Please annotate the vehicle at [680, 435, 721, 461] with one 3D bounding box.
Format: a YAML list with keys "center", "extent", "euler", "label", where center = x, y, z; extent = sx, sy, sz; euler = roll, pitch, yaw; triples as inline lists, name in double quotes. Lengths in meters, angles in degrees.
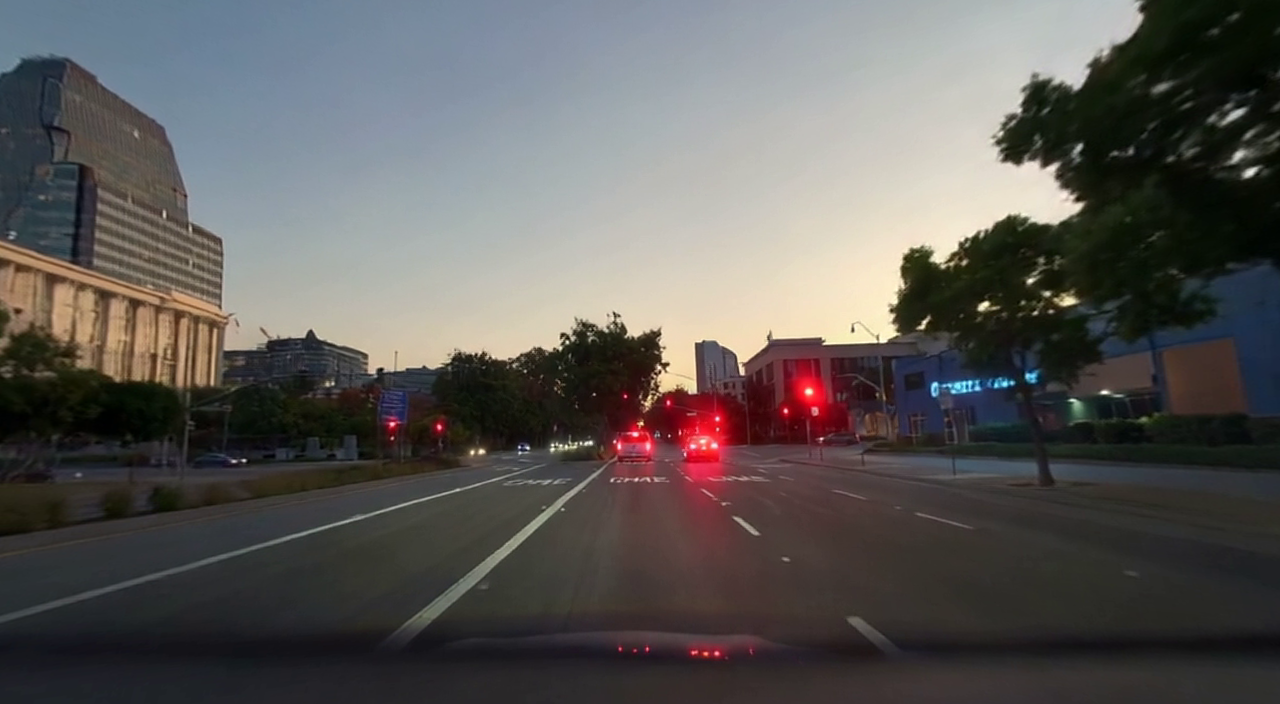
- center: [3.577, 5.773, 38.149]
  extent: [2.080, 1.472, 4.401]
  euler: [0, -8, 0]
  label: "vehicle"

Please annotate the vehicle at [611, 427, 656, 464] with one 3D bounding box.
- center: [-0.343, 5.208, 35.234]
  extent: [2.313, 1.860, 4.319]
  euler: [0, -8, 0]
  label: "vehicle"
